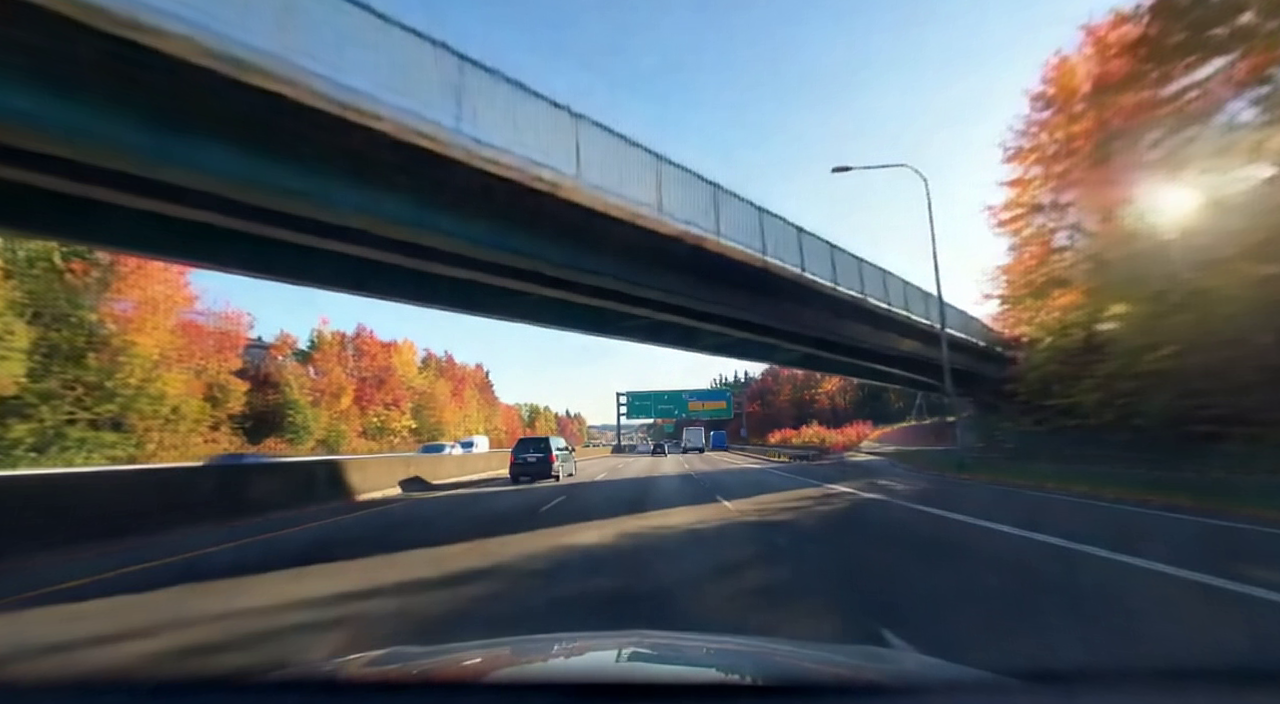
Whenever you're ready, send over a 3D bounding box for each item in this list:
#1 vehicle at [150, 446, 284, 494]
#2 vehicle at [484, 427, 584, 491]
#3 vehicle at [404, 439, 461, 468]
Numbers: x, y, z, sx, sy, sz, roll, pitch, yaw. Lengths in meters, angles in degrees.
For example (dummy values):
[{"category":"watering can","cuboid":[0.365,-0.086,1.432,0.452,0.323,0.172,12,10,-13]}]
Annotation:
[{"category":"vehicle","cuboid":[-15.977,4.450,24.087,1.919,1.613,4.379,-1,-8,2]},{"category":"vehicle","cuboid":[-3.105,3.246,19.444,2.177,1.707,4.432,0,-8,2]},{"category":"vehicle","cuboid":[-14.775,7.263,45.114,2.177,1.939,4.990,-1,-8,3]}]
